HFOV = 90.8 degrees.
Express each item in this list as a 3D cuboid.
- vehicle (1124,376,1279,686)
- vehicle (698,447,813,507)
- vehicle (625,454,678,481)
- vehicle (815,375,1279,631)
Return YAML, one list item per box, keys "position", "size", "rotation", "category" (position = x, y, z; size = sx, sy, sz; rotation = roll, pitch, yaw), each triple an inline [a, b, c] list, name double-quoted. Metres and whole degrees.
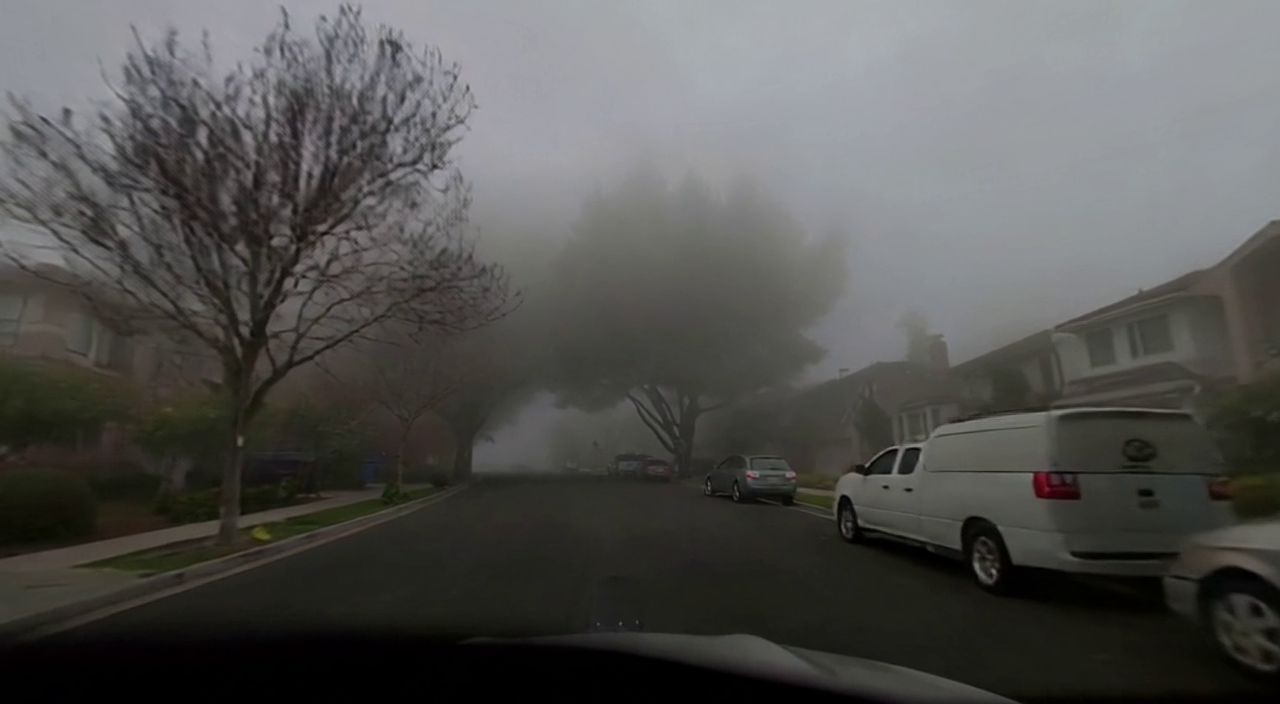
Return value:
- position: [5.202, 0.936, 2.624]
  size: [2.690, 1.819, 4.532]
  rotation: [2, -9, -2]
  category: "vehicle"
- position: [3.735, 4.131, 21.503]
  size: [2.111, 1.771, 4.942]
  rotation: [2, -9, -11]
  category: "vehicle"
- position: [0.664, 7.442, 40.993]
  size: [2.193, 1.504, 4.576]
  rotation: [2, -9, -16]
  category: "vehicle"
- position: [4.874, 1.781, 8.762]
  size: [2.788, 2.227, 6.194]
  rotation: [0, -9, -3]
  category: "vehicle"
